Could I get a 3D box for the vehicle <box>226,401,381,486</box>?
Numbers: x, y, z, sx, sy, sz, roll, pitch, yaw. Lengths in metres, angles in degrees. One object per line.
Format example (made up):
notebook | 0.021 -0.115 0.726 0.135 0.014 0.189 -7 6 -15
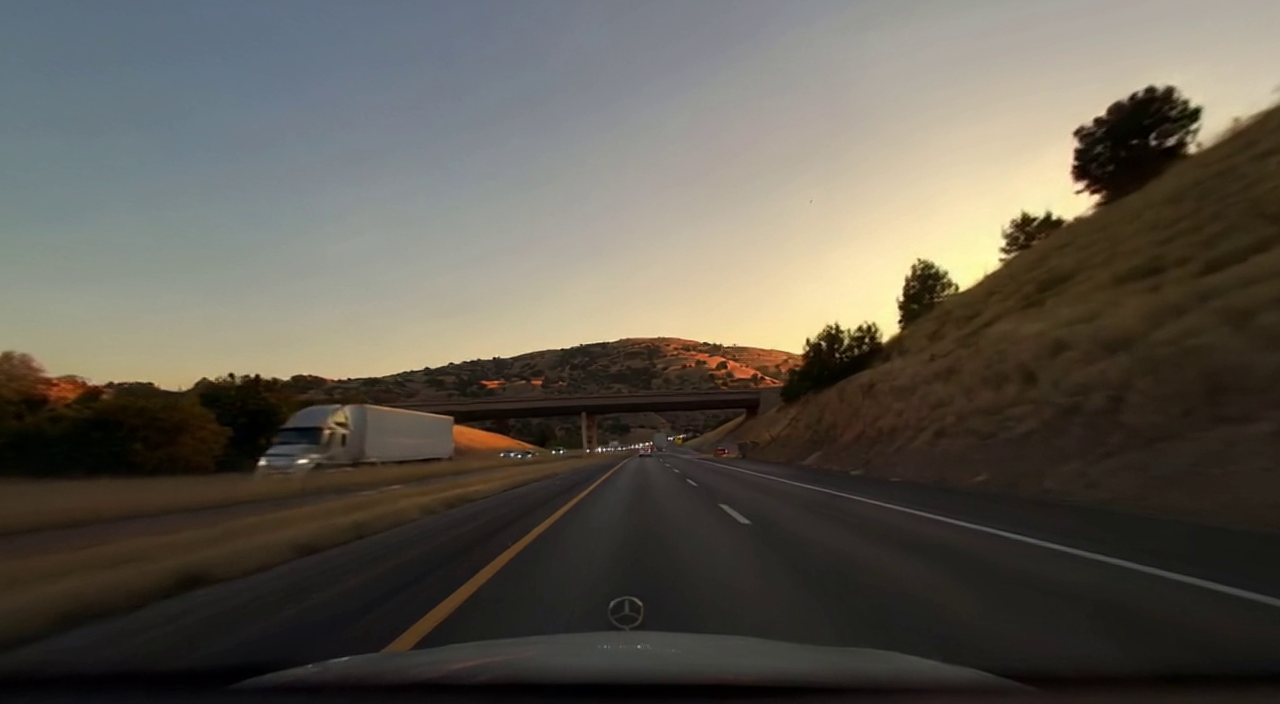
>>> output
vehicle | -17.271 4.844 33.284 3.078 3.866 8.973 0 -8 1
